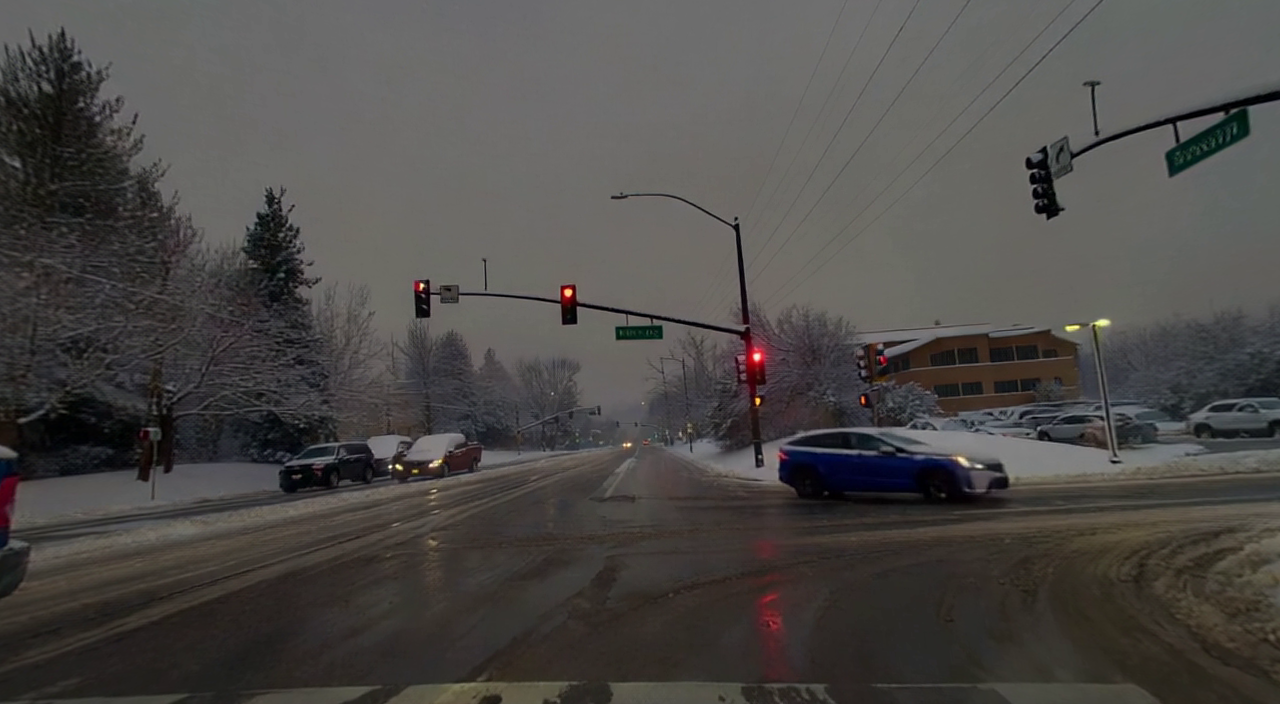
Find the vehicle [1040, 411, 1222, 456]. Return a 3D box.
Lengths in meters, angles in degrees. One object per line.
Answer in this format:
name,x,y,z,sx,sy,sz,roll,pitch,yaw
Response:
vehicle,16.943,2.903,22.114,4.560,1.453,1.851,-3,-9,18

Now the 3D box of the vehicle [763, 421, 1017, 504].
vehicle,5.156,2.276,13.288,4.592,1.470,2.071,-5,-10,28

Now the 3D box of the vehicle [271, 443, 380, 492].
vehicle,-13.770,5.062,28.073,2.306,1.957,4.968,0,-9,-1

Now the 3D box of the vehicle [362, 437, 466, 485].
vehicle,-10.142,4.931,28.999,2.664,1.940,5.702,0,-9,0

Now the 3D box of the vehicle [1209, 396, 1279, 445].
vehicle,25.862,2.977,26.644,2.098,1.857,4.861,-6,-11,35
